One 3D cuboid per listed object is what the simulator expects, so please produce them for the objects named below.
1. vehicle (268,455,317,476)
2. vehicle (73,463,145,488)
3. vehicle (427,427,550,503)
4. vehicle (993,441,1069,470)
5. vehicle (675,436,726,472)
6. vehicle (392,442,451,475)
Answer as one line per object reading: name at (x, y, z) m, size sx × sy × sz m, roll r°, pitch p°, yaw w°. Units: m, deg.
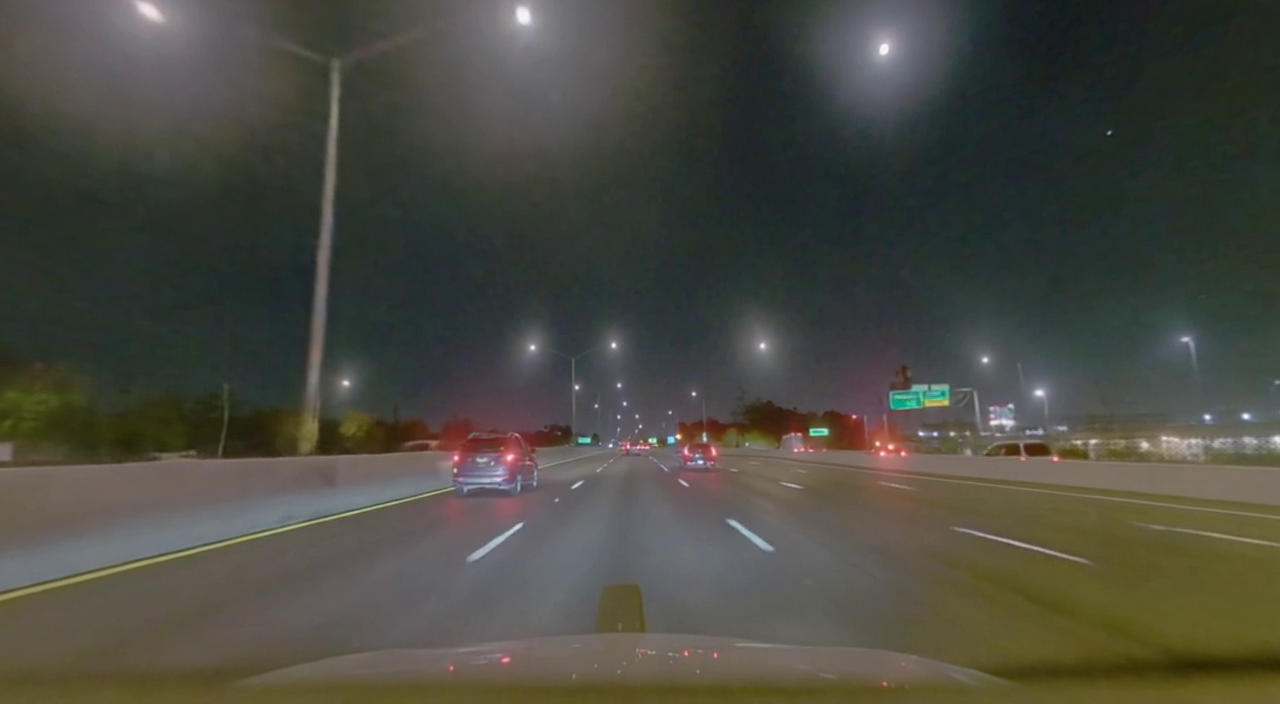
vehicle at (-23.917, 7.803, 43.593) m, size 1.505 × 1.361 × 3.376 m, roll 0°, pitch -8°, yaw -2°
vehicle at (-31.251, 7.236, 37.262) m, size 1.486 × 1.348 × 3.311 m, roll 0°, pitch -9°, yaw -4°
vehicle at (-3.736, 2.879, 16.546) m, size 2.099 × 1.682 × 4.590 m, roll 0°, pitch -8°, yaw 0°
vehicle at (25.553, 6.766, 41.565) m, size 2.070 × 1.782 × 5.006 m, roll -1°, pitch -8°, yaw 4°
vehicle at (2.925, 5.070, 31.500) m, size 1.997 × 1.638 × 4.281 m, roll 0°, pitch -8°, yaw -1°
vehicle at (-9.466, 4.601, 27.553) m, size 1.391 × 1.321 × 3.191 m, roll 0°, pitch -8°, yaw 0°
